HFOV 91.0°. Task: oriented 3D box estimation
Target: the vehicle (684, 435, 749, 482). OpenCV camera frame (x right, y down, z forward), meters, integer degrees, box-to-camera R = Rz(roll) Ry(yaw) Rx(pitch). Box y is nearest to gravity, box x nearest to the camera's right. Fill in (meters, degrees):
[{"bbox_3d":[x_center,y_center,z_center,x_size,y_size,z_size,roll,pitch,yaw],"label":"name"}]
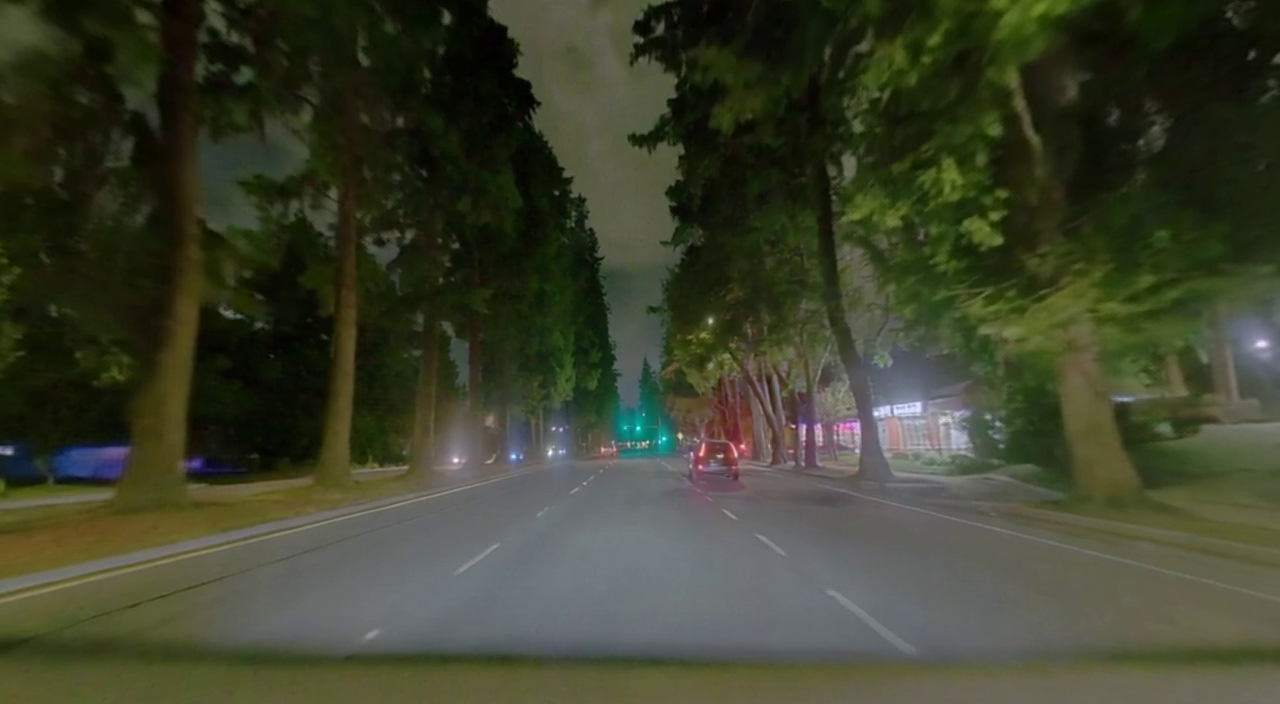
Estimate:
[{"bbox_3d":[3.042,4.340,26.026,2.083,1.743,4.354,1,-8,-1],"label":"vehicle"}]
